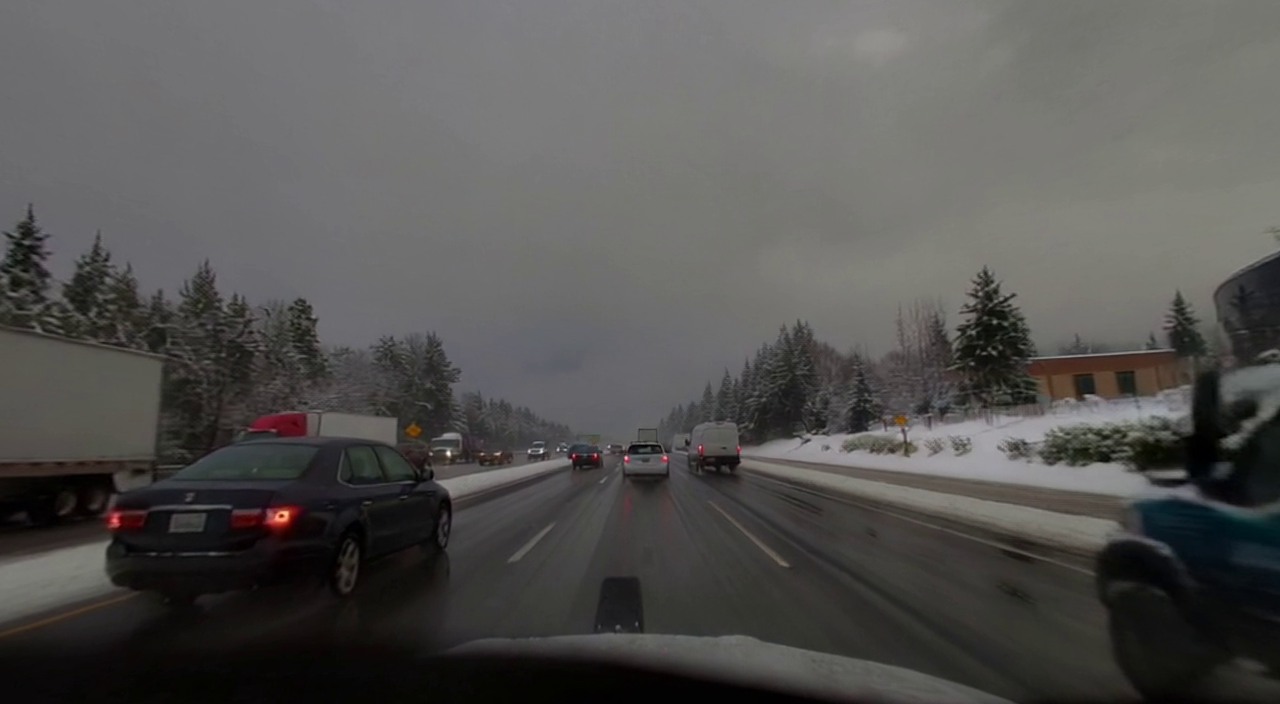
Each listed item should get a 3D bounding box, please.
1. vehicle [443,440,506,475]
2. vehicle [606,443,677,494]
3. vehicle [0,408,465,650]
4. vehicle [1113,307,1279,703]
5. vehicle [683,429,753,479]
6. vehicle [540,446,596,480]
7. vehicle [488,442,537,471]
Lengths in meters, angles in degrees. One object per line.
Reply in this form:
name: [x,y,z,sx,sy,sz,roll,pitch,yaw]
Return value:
vehicle: [-8.858,5.689,34.159,2.187,1.776,4.518,0,-9,0]
vehicle: [0.030,3.684,20.225,2.053,1.461,3.941,0,-9,0]
vehicle: [-3.400,1.517,6.411,1.956,1.602,4.258,0,-9,1]
vehicle: [3.362,0.426,0.236,2.196,1.773,5.352,0,-9,0]
vehicle: [3.533,4.801,29.769,2.460,2.086,5.576,0,-9,-1]
vehicle: [-3.284,5.179,29.559,2.062,1.459,4.365,0,-9,1]
vehicle: [-8.269,6.797,41.168,2.168,1.749,4.698,0,-9,1]
